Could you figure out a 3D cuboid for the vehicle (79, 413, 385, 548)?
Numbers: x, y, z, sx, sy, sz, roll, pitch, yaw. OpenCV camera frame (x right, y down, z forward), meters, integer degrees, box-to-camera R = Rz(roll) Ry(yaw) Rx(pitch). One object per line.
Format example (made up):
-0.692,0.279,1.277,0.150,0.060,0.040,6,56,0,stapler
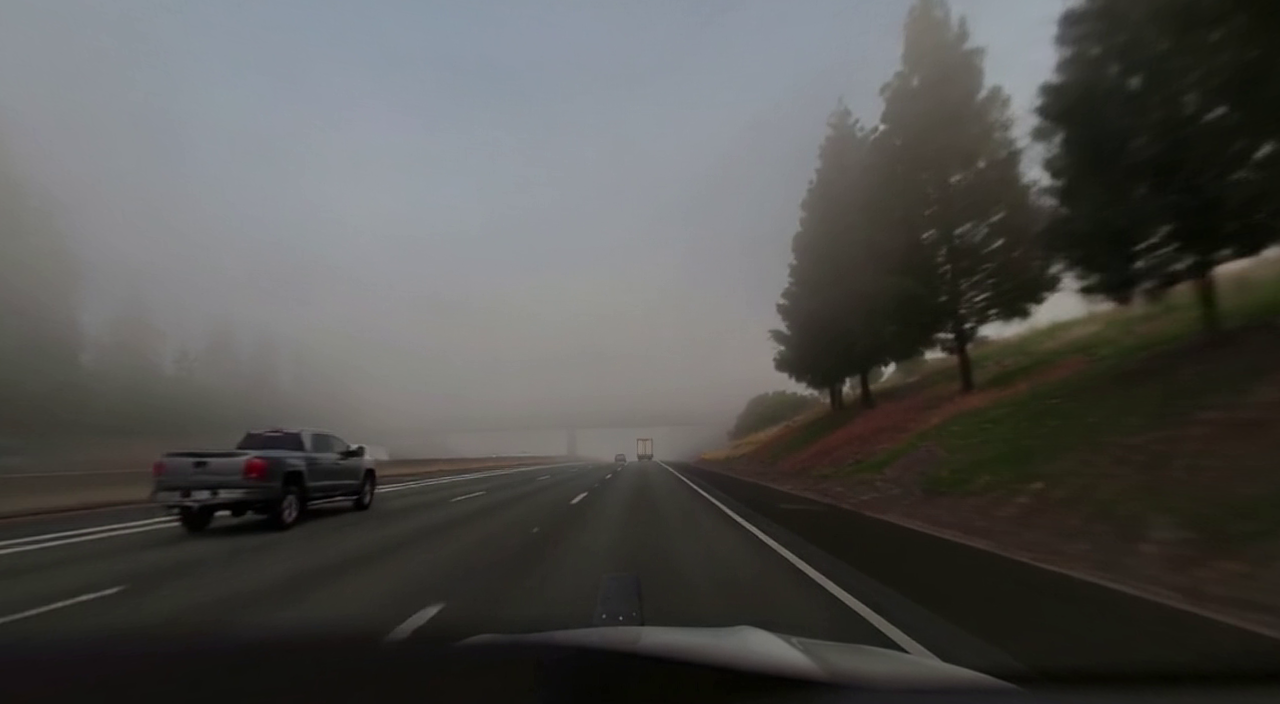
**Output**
-7.020,2.280,11.862,2.232,1.947,5.180,0,-9,0,vehicle
